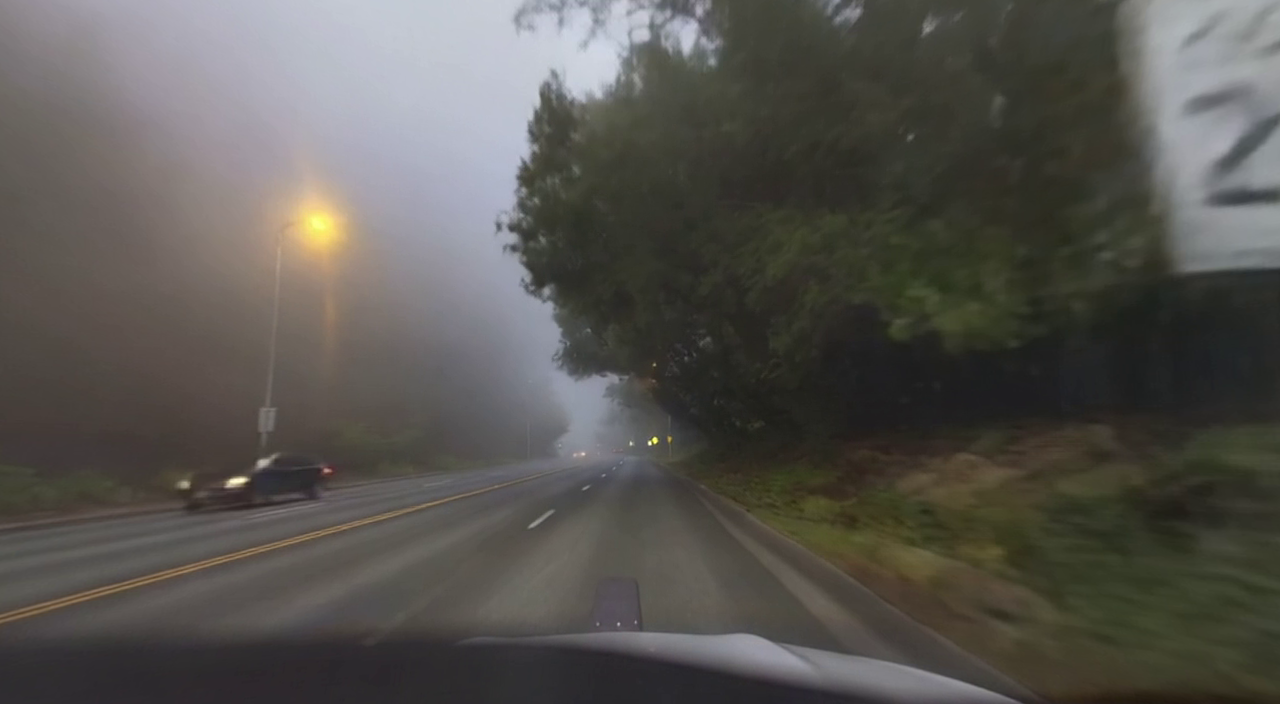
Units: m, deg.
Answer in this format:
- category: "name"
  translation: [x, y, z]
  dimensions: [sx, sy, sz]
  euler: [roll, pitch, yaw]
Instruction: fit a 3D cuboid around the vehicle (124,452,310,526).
- category: "vehicle"
  translation: [-9.781, 3.144, 14.959]
  dimensions: [1.766, 1.473, 3.795]
  euler: [0, -9, 0]
